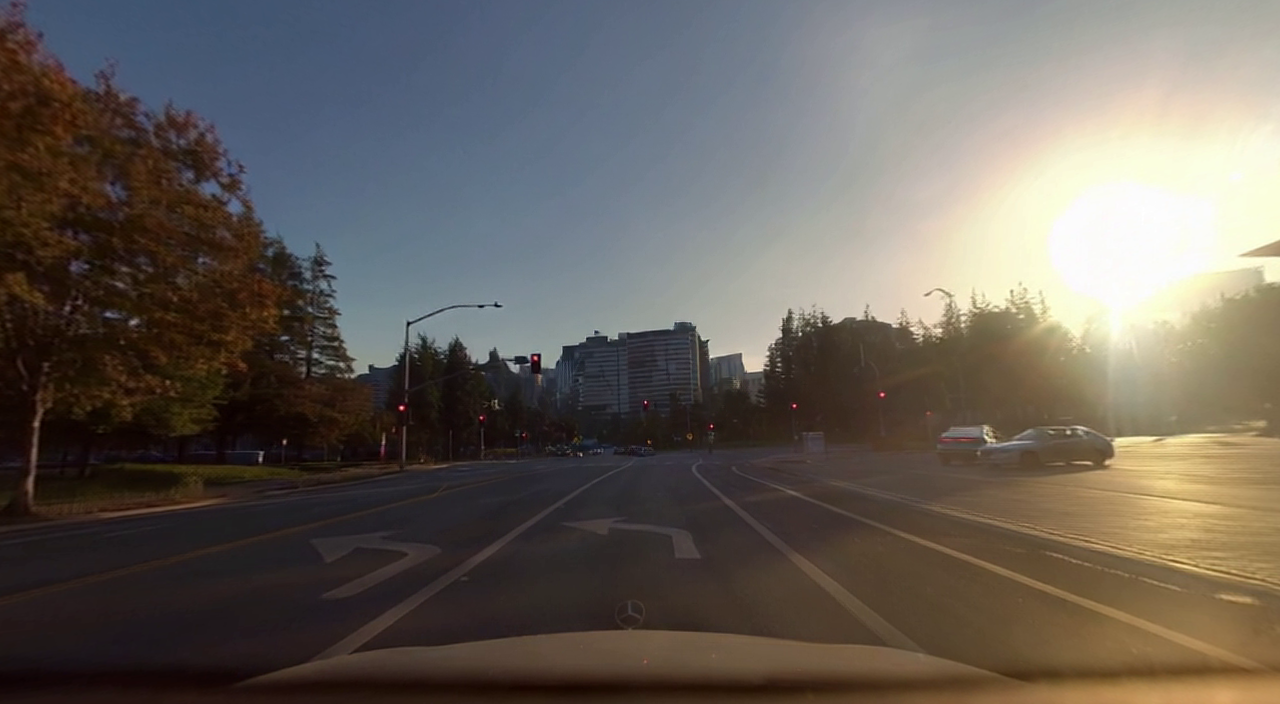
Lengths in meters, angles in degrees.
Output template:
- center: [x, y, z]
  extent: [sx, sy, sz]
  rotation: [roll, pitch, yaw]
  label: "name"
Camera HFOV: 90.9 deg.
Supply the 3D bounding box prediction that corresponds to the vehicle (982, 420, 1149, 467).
- center: [14.010, 3.051, 20.955]
  extent: [4.167, 1.476, 1.871]
  rotation: [0, -8, -1]
  label: "vehicle"
